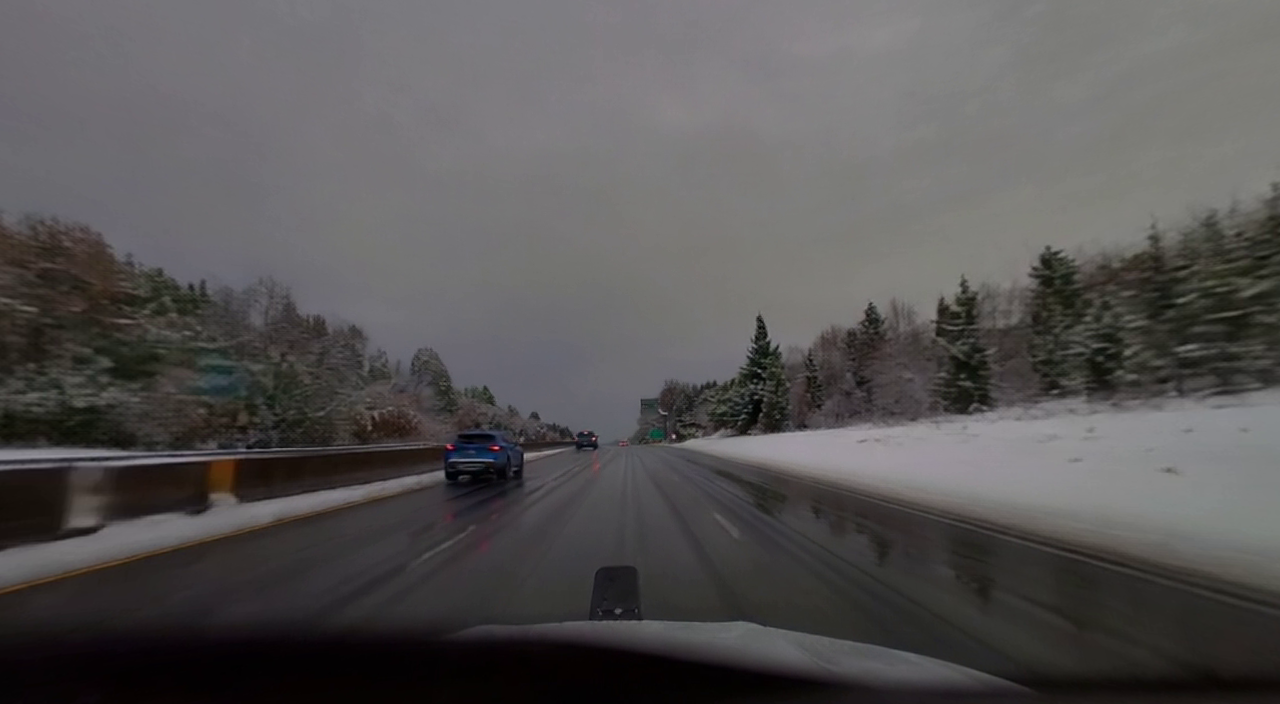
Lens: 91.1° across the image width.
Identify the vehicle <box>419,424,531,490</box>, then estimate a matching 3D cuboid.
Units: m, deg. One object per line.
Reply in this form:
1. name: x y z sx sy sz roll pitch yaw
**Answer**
1. vehicle: -4.581 2.973 18.241 2.070 1.647 4.577 0 -8 -1
